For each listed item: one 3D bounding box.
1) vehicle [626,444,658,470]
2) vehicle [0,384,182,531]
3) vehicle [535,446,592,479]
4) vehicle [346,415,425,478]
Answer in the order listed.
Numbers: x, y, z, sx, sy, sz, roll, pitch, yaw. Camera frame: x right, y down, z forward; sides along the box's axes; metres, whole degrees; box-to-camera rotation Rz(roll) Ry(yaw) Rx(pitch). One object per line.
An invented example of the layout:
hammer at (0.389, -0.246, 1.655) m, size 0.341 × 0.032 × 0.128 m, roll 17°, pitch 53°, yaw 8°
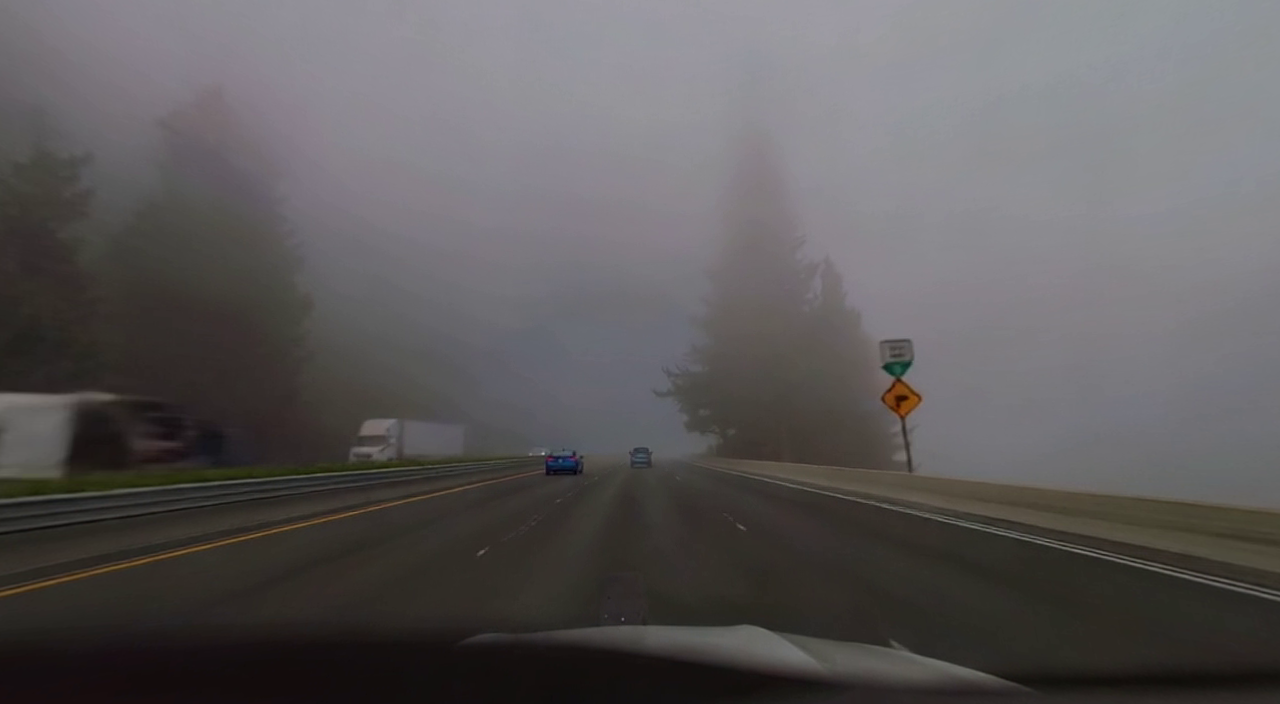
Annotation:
vehicle at (0.113, 6.985, 42.034) m, size 2.011 × 1.590 × 3.607 m, roll 0°, pitch -9°, yaw 0°
vehicle at (-13.610, 2.236, 13.459) m, size 2.485 × 2.795 × 6.720 m, roll 0°, pitch -9°, yaw 0°
vehicle at (-3.665, 5.392, 31.151) m, size 2.157 × 1.483 × 4.601 m, roll 0°, pitch -9°, yaw 1°
vehicle at (-17.571, 6.594, 44.023) m, size 2.969 × 4.056 × 6.010 m, roll 0°, pitch -9°, yaw 0°
